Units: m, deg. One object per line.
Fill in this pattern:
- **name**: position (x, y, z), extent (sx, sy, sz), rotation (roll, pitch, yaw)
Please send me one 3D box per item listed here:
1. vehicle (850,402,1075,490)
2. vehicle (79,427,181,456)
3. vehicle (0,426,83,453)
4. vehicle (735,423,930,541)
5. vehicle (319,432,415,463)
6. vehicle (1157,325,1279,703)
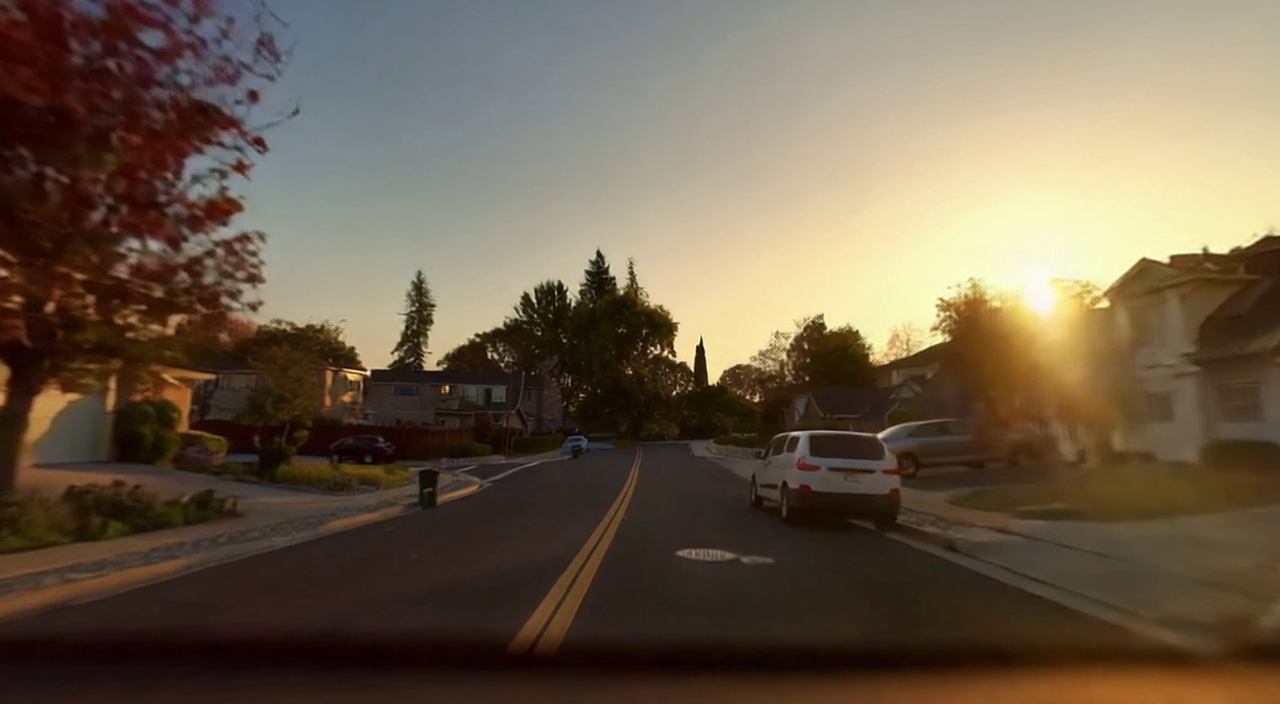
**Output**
- **vehicle**: position (8.897, 2.661, 17.866), extent (4.912, 1.866, 2.359), rotation (-5, -9, -1)
- **vehicle**: position (-30.959, 5.466, 38.424), extent (4.562, 1.613, 1.979), rotation (0, -10, 4)
- **vehicle**: position (-37.427, 5.362, 38.628), extent (4.969, 1.501, 1.905), rotation (0, -10, 3)
- **vehicle**: position (3.202, 2.307, 11.944), extent (2.074, 1.646, 5.457), rotation (1, -9, 1)
- **vehicle**: position (-16.382, 5.769, 38.073), extent (4.722, 1.730, 2.109), rotation (0, -11, 4)
- **vehicle**: position (3.022, 0.493, 0.373), extent (1.822, 1.668, 4.147), rotation (0, -9, -1)
